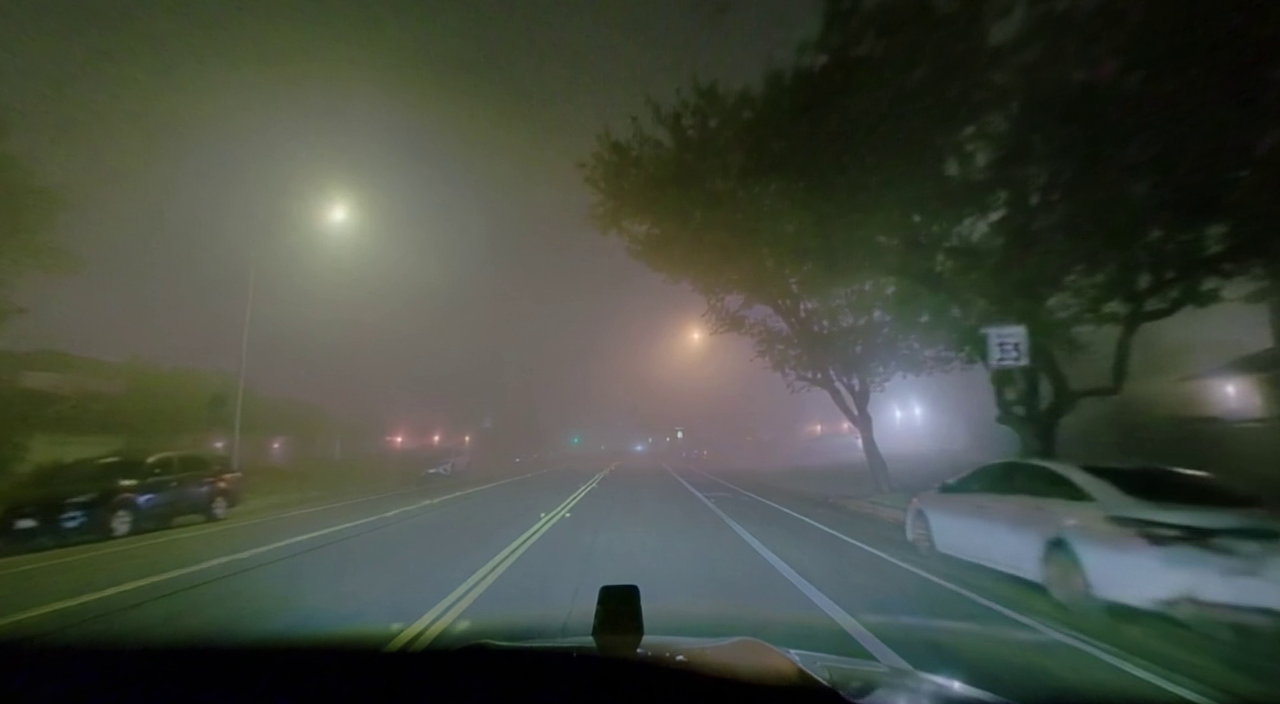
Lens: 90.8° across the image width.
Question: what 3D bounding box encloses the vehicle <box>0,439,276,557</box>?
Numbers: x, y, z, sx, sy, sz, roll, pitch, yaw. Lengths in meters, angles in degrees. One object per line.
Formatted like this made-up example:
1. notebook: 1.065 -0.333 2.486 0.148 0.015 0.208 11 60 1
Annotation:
1. vehicle: -10.723 2.926 13.718 2.338 1.871 5.795 -4 -8 -1

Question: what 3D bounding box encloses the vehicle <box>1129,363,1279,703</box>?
1. vehicle: 4.190 0.744 1.431 2.254 1.812 4.817 0 -8 0

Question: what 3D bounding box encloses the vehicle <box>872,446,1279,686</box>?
1. vehicle: 4.216 1.651 6.278 1.905 1.403 4.849 0 -8 -1

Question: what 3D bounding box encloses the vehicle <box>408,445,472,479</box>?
1. vehicle: -10.908 6.066 34.790 2.082 1.661 4.403 -2 -10 0

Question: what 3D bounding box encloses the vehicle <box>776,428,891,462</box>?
1. vehicle: 12.474 6.055 41.067 6.619 1.884 2.225 -2 -8 0
